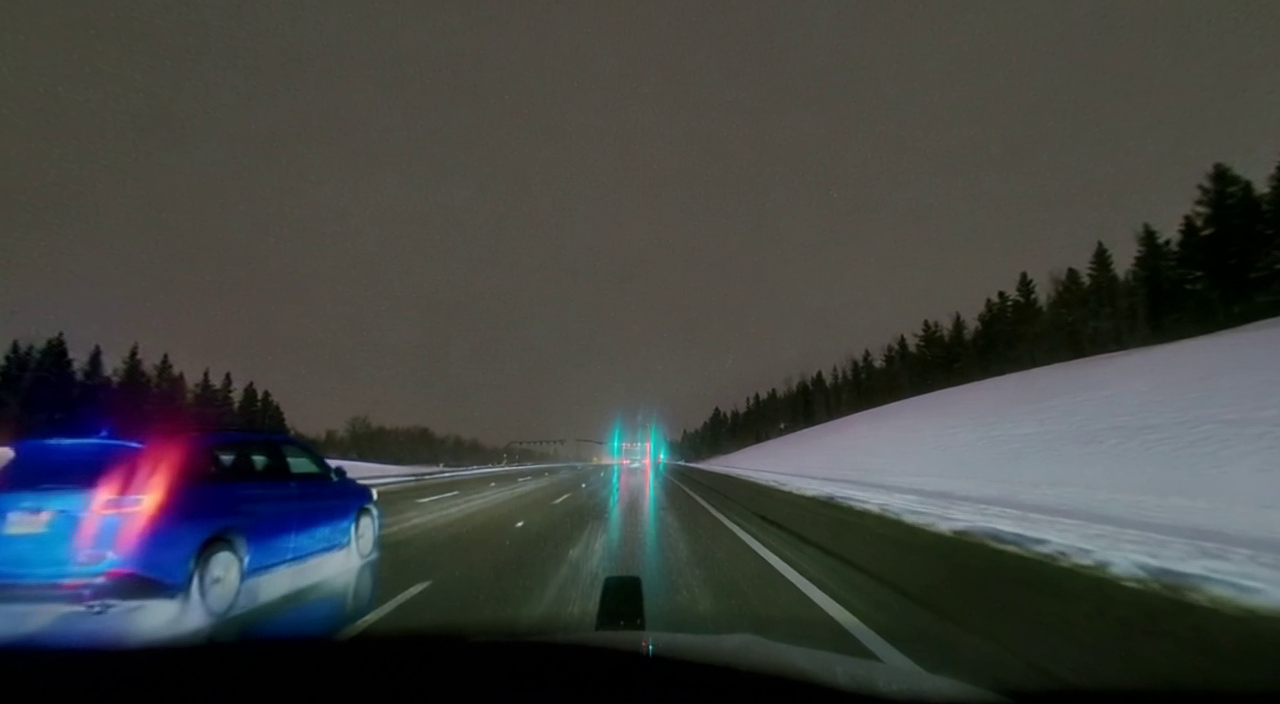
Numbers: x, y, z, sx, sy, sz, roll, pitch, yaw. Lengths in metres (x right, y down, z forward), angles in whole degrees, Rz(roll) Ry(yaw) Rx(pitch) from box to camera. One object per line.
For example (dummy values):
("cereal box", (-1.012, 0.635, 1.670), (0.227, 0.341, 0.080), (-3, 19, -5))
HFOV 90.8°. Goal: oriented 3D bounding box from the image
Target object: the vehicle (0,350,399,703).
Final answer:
("vehicle", (-4.154, 1.228, 5.257), (2.272, 1.759, 5.058), (0, -9, 0))
